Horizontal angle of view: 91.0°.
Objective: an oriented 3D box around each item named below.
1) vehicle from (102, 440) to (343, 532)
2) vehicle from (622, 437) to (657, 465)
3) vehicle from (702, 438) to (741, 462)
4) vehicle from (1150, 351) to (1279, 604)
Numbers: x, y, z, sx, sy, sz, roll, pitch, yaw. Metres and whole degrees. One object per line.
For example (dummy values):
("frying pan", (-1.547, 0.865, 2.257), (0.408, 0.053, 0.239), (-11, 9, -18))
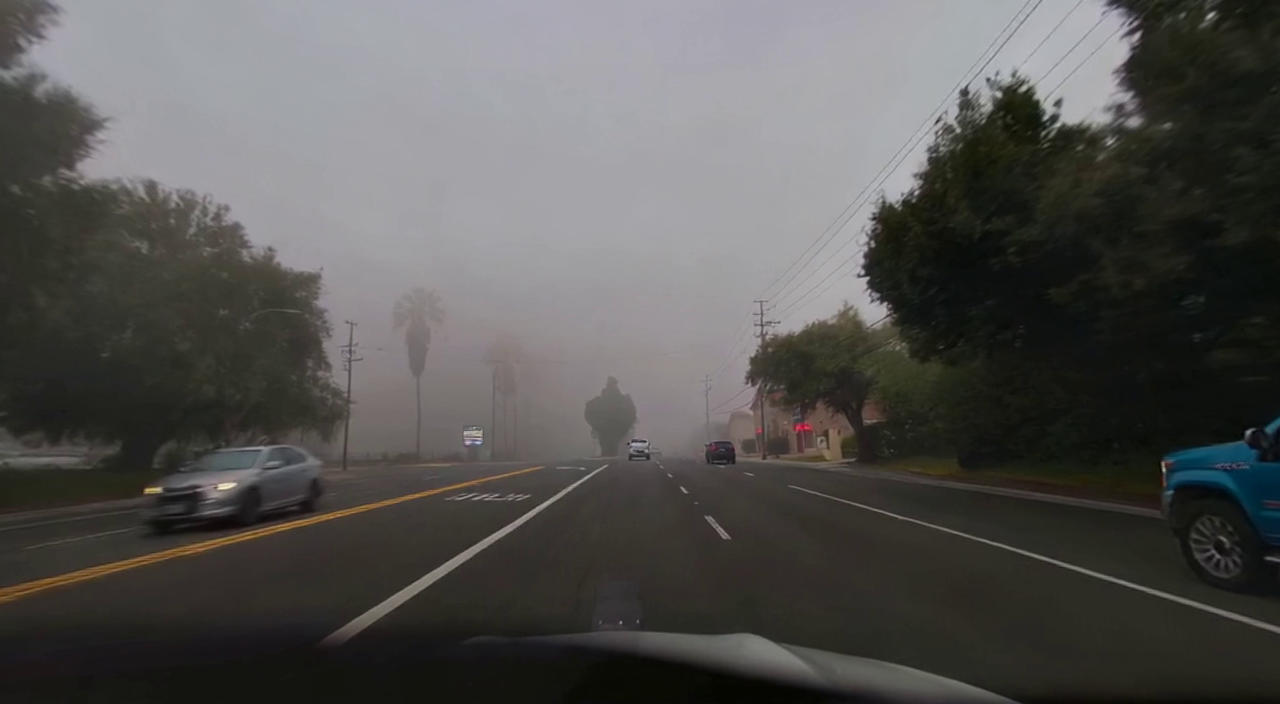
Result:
("vehicle", (-8.058, 2.588, 12.773), (1.949, 1.527, 4.243), (0, -9, 0))
("vehicle", (-0.031, 6.424, 40.898), (2.138, 1.702, 4.168), (0, -9, 0))
("vehicle", (6.078, 7.371, 47.453), (2.252, 1.718, 4.617), (0, -9, 0))
("vehicle", (5.987, 0.775, 3.643), (2.355, 1.889, 4.392), (0, -9, 1))
